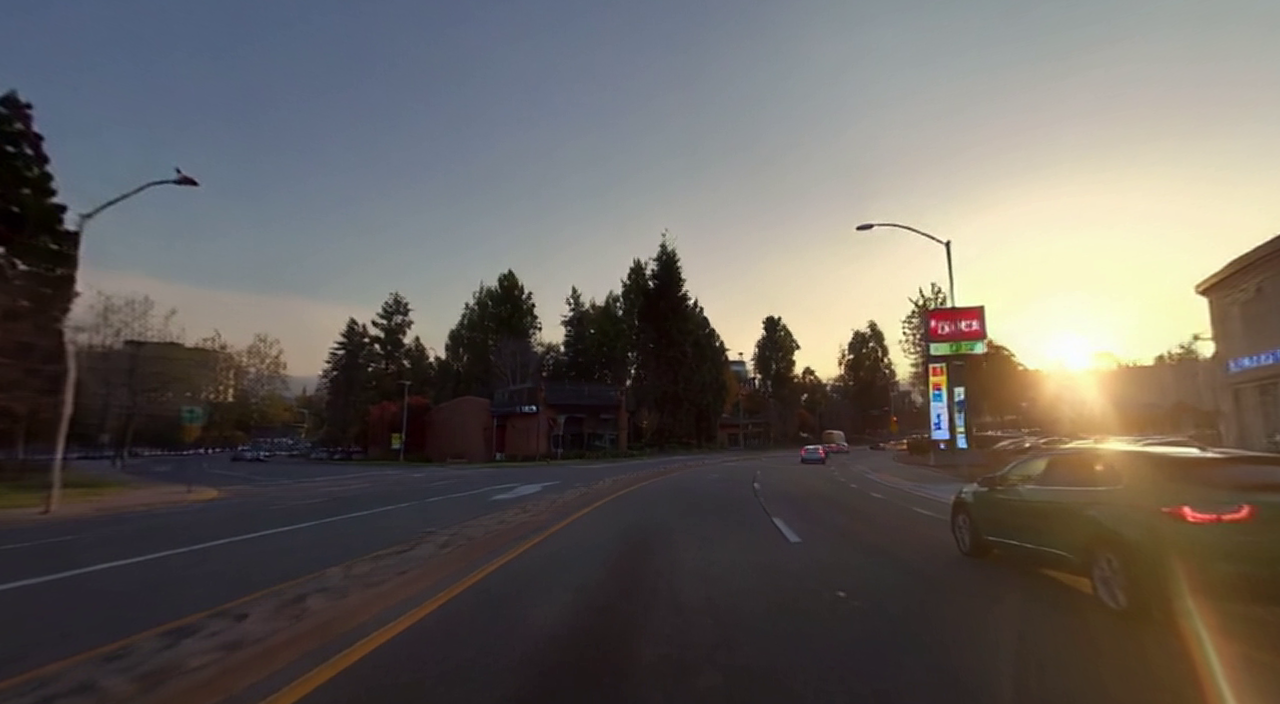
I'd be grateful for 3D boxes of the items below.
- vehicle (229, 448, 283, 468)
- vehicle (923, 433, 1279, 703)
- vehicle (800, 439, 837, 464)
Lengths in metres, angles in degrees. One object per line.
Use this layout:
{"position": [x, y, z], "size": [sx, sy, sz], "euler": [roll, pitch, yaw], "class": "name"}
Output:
{"position": [-29.703, 8.182, 48.829], "size": [1.779, 1.458, 4.279], "euler": [1, -9, -5], "class": "vehicle"}
{"position": [4.421, 1.496, 5.525], "size": [1.938, 1.466, 4.434], "euler": [0, -9, 2], "class": "vehicle"}
{"position": [12.909, 7.160, 45.397], "size": [2.311, 1.715, 4.287], "euler": [-3, -9, 18], "class": "vehicle"}
